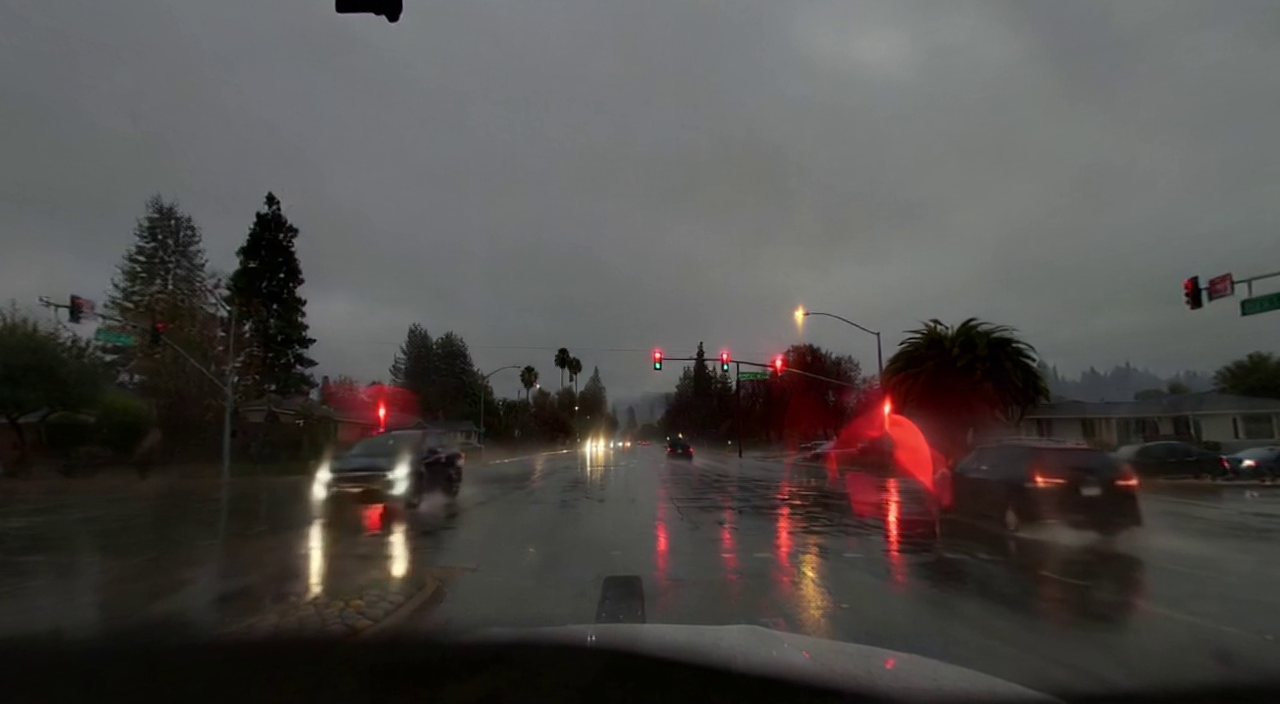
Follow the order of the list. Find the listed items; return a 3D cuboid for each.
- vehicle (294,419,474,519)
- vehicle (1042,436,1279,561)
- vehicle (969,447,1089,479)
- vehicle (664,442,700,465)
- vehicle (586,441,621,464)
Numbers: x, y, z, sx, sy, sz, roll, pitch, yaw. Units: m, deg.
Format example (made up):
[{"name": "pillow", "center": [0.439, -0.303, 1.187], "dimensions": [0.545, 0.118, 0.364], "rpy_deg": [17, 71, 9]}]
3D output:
[{"name": "vehicle", "center": [-4.983, 2.336, 13.063], "dimensions": [2.025, 1.704, 4.104], "rpy_deg": [0, -9, -1]}, {"name": "vehicle", "center": [7.995, 2.123, 10.019], "dimensions": [1.961, 1.494, 4.438], "rpy_deg": [-4, -9, 23]}, {"name": "vehicle", "center": [19.748, 5.632, 32.224], "dimensions": [4.874, 1.544, 1.779], "rpy_deg": [0, -9, 1]}, {"name": "vehicle", "center": [2.752, 6.760, 42.324], "dimensions": [1.947, 1.467, 4.455], "rpy_deg": [0, -9, -1]}, {"name": "vehicle", "center": [-2.381, 6.710, 42.283], "dimensions": [2.045, 1.484, 3.991], "rpy_deg": [0, -9, 0]}]
